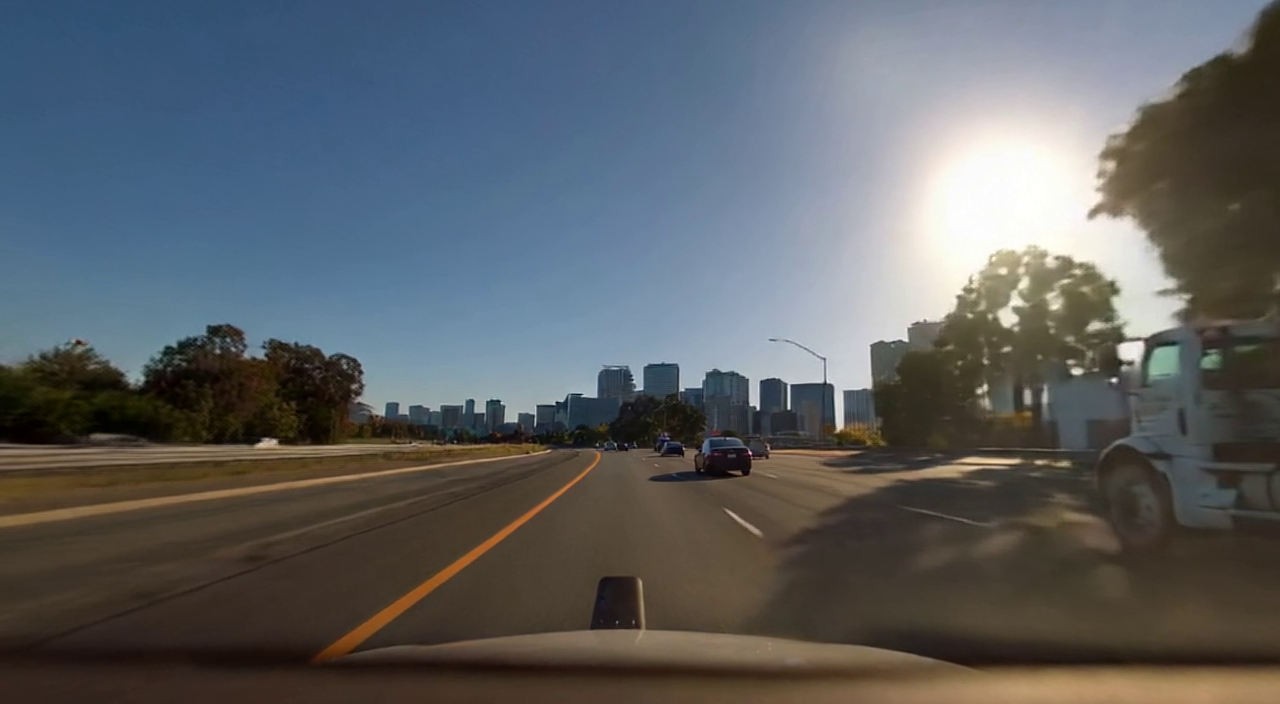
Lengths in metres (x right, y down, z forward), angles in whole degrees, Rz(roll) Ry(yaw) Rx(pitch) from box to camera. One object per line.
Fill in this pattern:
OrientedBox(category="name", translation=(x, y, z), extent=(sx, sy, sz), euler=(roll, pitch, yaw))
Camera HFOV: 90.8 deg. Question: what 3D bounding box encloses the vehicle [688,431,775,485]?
OrientedBox(category="vehicle", translation=(3.177, 3.806, 23.041), extent=(2.305, 1.729, 4.526), euler=(0, -8, -2))
